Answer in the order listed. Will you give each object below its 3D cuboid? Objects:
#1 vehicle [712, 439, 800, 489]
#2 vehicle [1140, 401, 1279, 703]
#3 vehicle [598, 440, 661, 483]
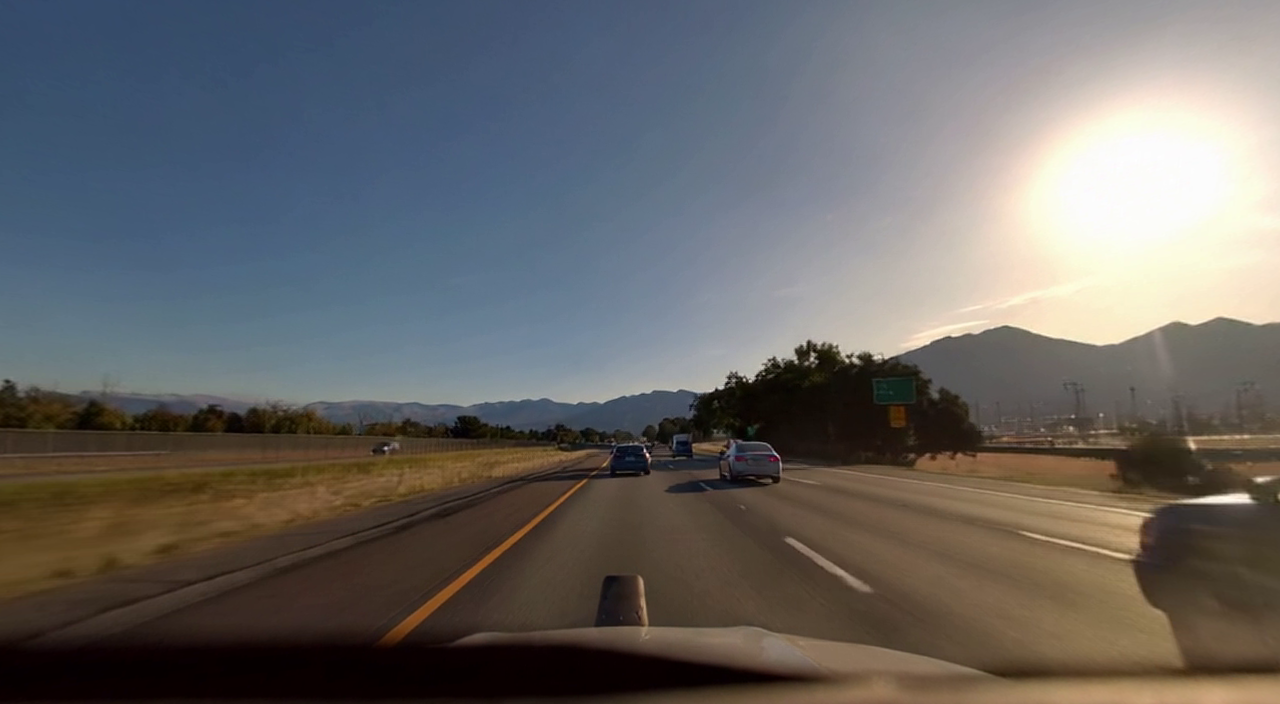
[{"bbox_3d":[3.682,3.635,20.778,1.957,1.447,4.241,0,-9,-2],"label":"vehicle"},{"bbox_3d":[3.929,0.769,1.473,1.949,1.493,4.272,0,-9,-1],"label":"vehicle"},{"bbox_3d":[-0.349,3.956,23.027,2.085,1.449,3.860,0,-9,0],"label":"vehicle"}]
